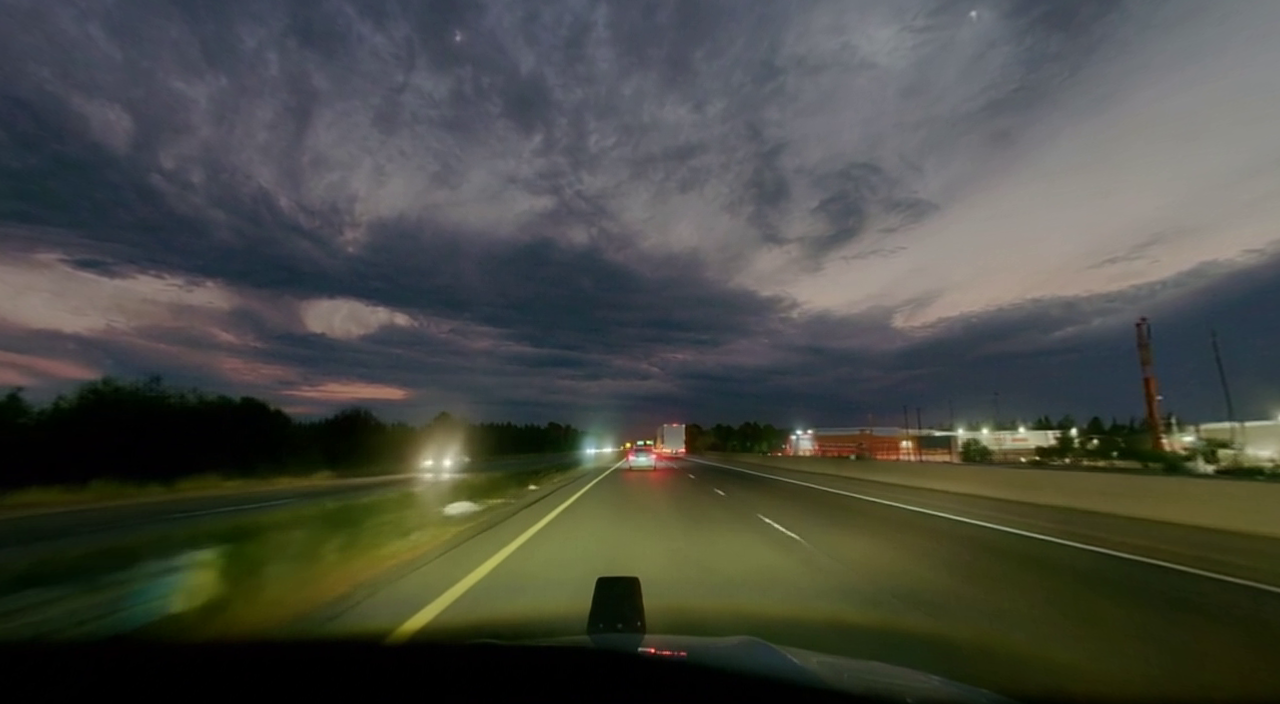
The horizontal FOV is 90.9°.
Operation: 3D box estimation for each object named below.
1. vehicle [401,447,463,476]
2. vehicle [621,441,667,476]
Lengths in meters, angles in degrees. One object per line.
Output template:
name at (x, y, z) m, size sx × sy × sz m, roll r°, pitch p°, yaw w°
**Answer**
vehicle at (-12.164, 6.427, 37.192) m, size 2.025 × 1.546 × 4.765 m, roll 0°, pitch -9°, yaw 0°
vehicle at (0.185, 5.069, 30.218) m, size 2.045 × 1.527 × 4.023 m, roll 0°, pitch -9°, yaw 0°
